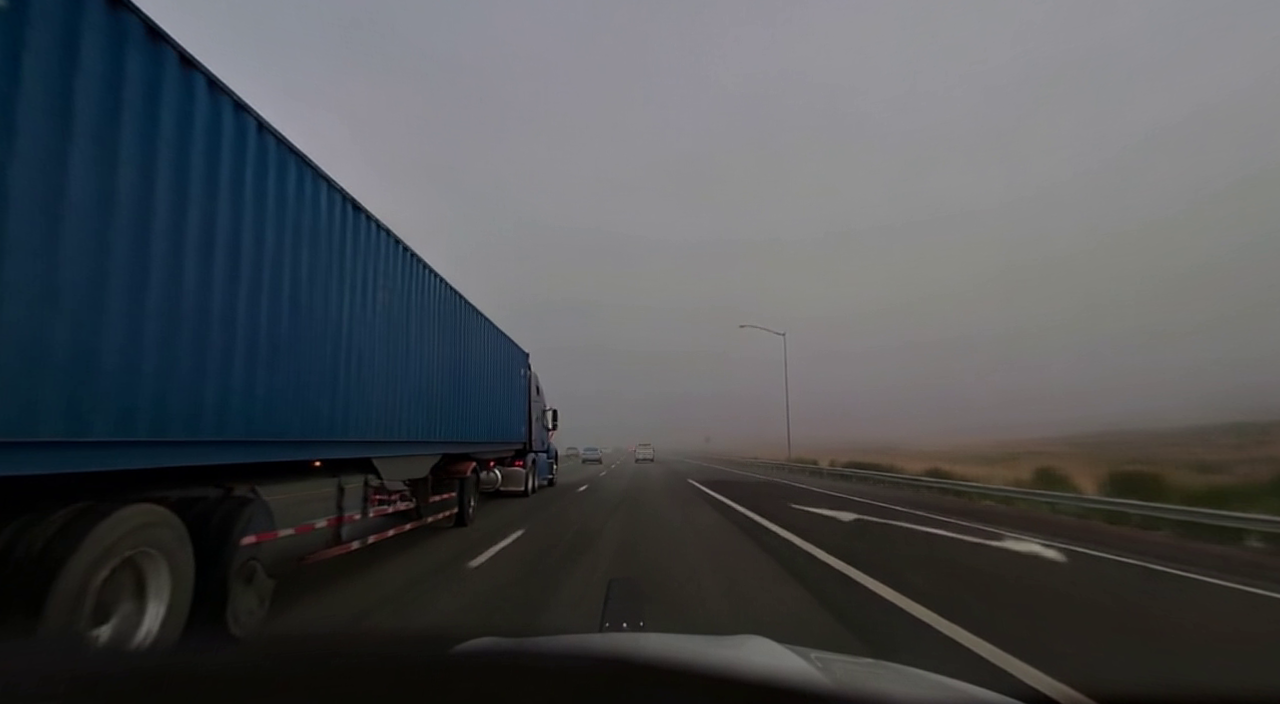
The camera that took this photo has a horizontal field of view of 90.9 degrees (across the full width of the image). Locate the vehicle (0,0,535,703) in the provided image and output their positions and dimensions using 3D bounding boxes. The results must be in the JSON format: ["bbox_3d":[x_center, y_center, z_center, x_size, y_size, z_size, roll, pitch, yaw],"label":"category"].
[{"bbox_3d":[-3.912,0.406,7.499,2.840,4.032,13.388,0,-8,1],"label":"vehicle"}]

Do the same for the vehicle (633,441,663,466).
[{"bbox_3d":[0.550,7.467,46.432,2.136,1.718,4.157,0,-8,0],"label":"vehicle"}]

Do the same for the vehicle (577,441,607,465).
[{"bbox_3d":[-3.703,7.877,49.333,1.995,1.745,4.187,0,-8,1],"label":"vehicle"}]
